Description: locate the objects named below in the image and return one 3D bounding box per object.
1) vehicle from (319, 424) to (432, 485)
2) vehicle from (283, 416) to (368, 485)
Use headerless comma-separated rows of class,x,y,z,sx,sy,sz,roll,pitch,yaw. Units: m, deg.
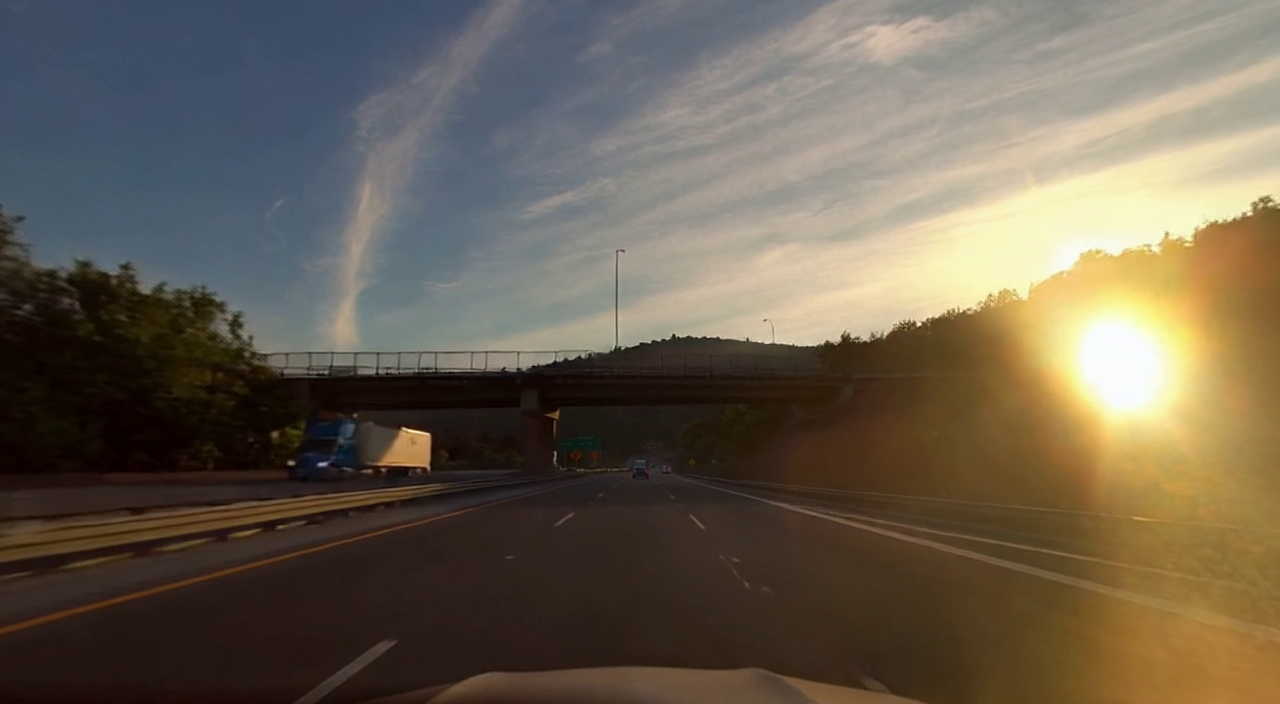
vehicle,-19.782,8.049,48.399,2.893,4.010,13.120,1,-11,0
vehicle,-19.773,6.278,39.830,2.986,4.121,4.023,1,-11,0
